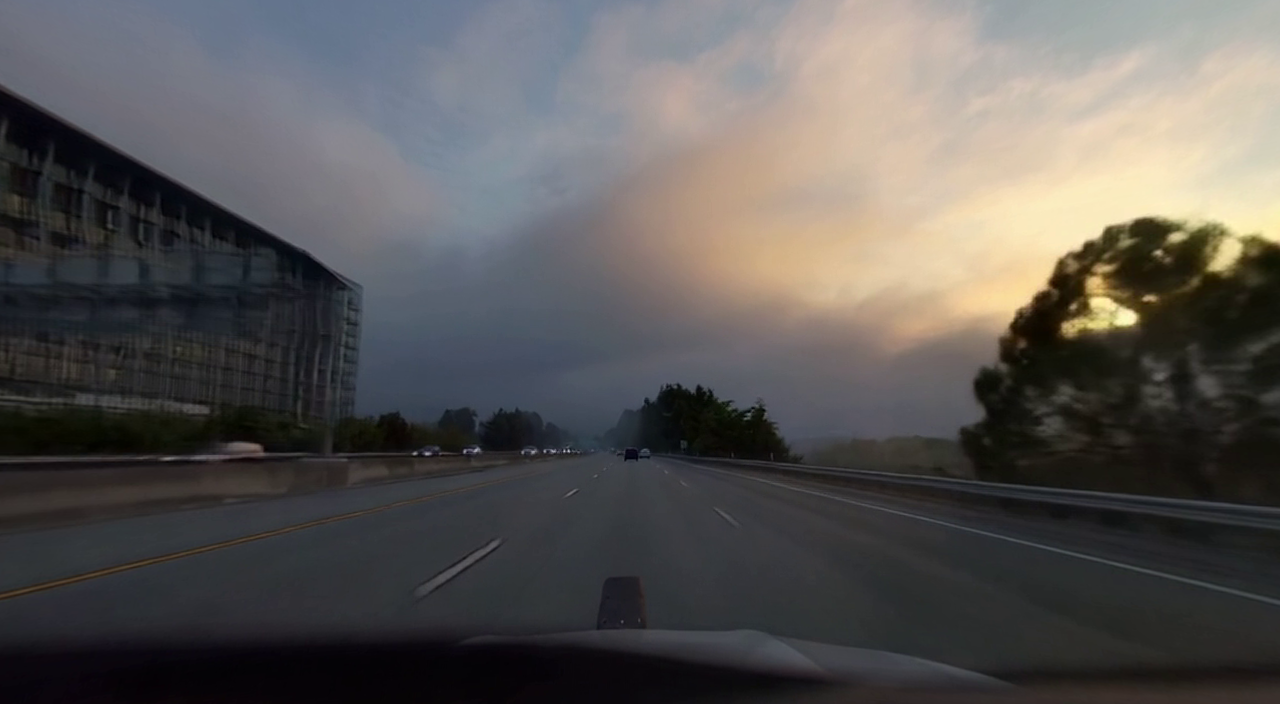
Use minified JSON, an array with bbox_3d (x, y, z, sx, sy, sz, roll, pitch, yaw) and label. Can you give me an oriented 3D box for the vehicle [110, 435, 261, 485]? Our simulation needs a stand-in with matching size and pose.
[{"bbox_3d":[-14.946,3.585,21.096,1.797,1.477,4.388,0,-9,-1],"label":"vehicle"}]
